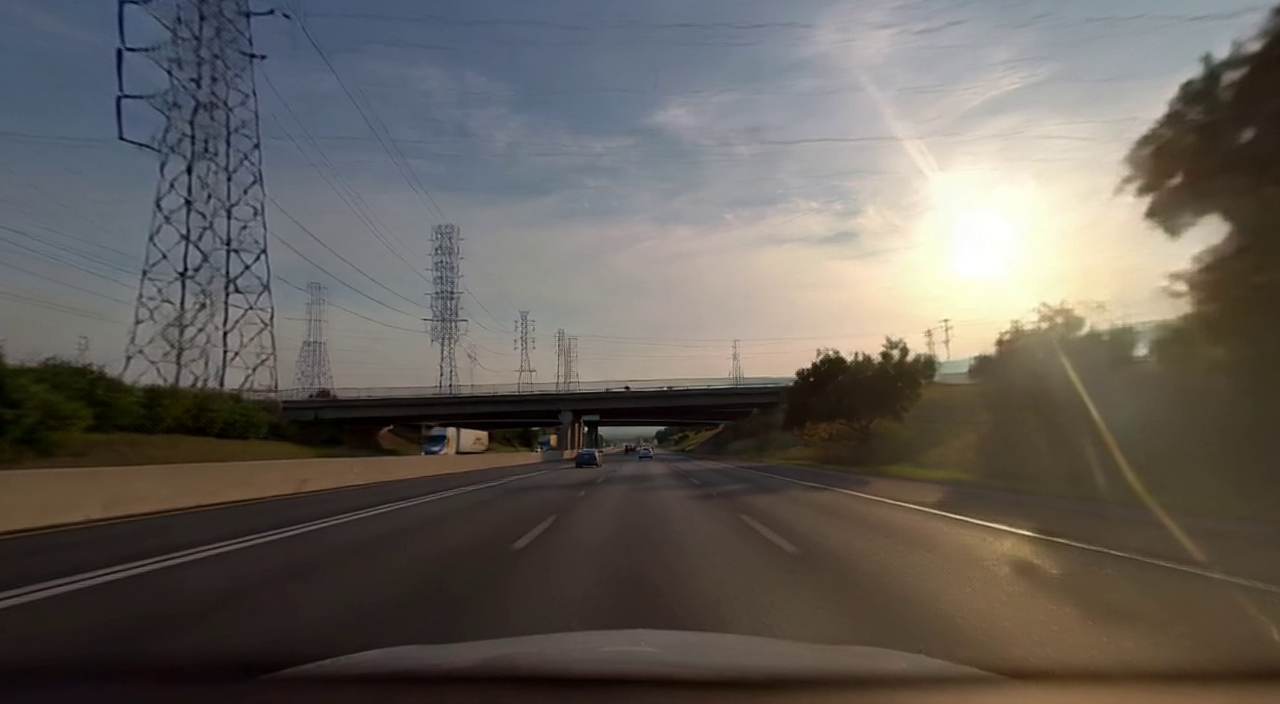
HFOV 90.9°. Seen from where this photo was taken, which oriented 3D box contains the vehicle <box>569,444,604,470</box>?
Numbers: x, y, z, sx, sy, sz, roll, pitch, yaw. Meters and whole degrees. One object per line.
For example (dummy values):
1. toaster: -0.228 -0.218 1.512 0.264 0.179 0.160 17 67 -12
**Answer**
1. vehicle: -3.493 6.898 41.532 1.924 1.550 4.165 -1 -9 0
